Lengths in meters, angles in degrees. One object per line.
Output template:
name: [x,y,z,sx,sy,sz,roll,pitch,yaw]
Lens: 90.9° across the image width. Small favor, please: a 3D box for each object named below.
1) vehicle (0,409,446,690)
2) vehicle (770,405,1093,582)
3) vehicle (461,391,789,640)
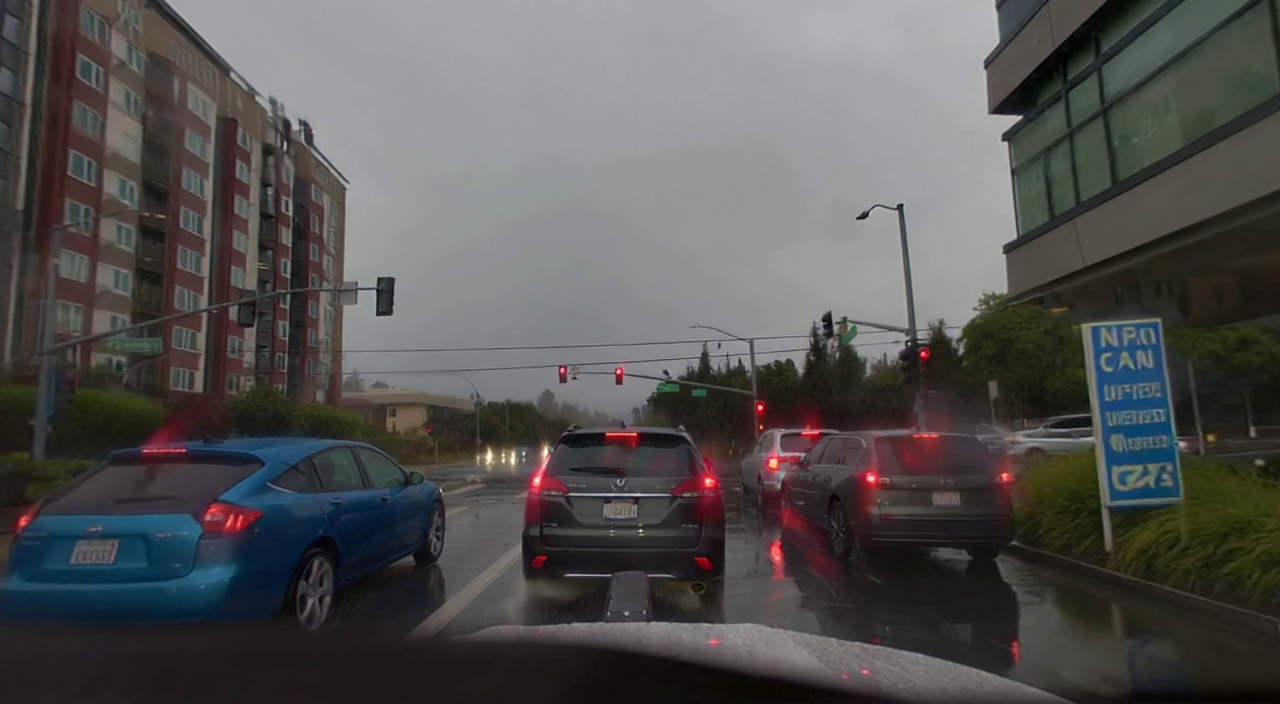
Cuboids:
vehicle: [-3.548,1.426,5.832,1.906,1.524,4.547,0,-8,2]
vehicle: [3.219,1.669,8.260,2.004,1.646,4.554,0,-8,0]
vehicle: [-0.114,1.415,6.444,2.195,1.662,4.262,0,-8,0]
